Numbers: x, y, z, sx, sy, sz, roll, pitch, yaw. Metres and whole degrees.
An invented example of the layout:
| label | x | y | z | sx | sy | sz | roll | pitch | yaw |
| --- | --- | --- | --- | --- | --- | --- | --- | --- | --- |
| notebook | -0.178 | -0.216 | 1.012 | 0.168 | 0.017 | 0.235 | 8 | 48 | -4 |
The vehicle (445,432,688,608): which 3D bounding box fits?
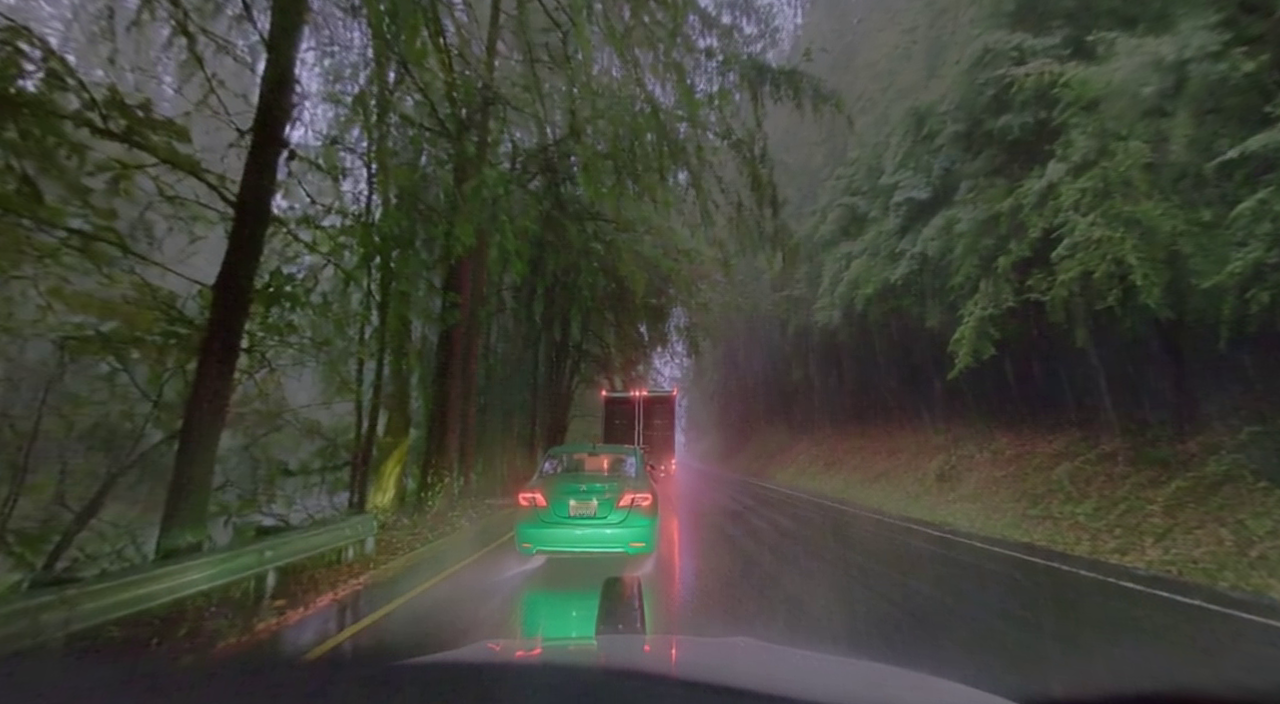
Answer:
| label | x | y | z | sx | sy | sz | roll | pitch | yaw |
| --- | --- | --- | --- | --- | --- | --- | --- | --- | --- |
| vehicle | -0.622 | 1.754 | 7.510 | 2.076 | 1.490 | 4.078 | 0 | -9 | 0 |
